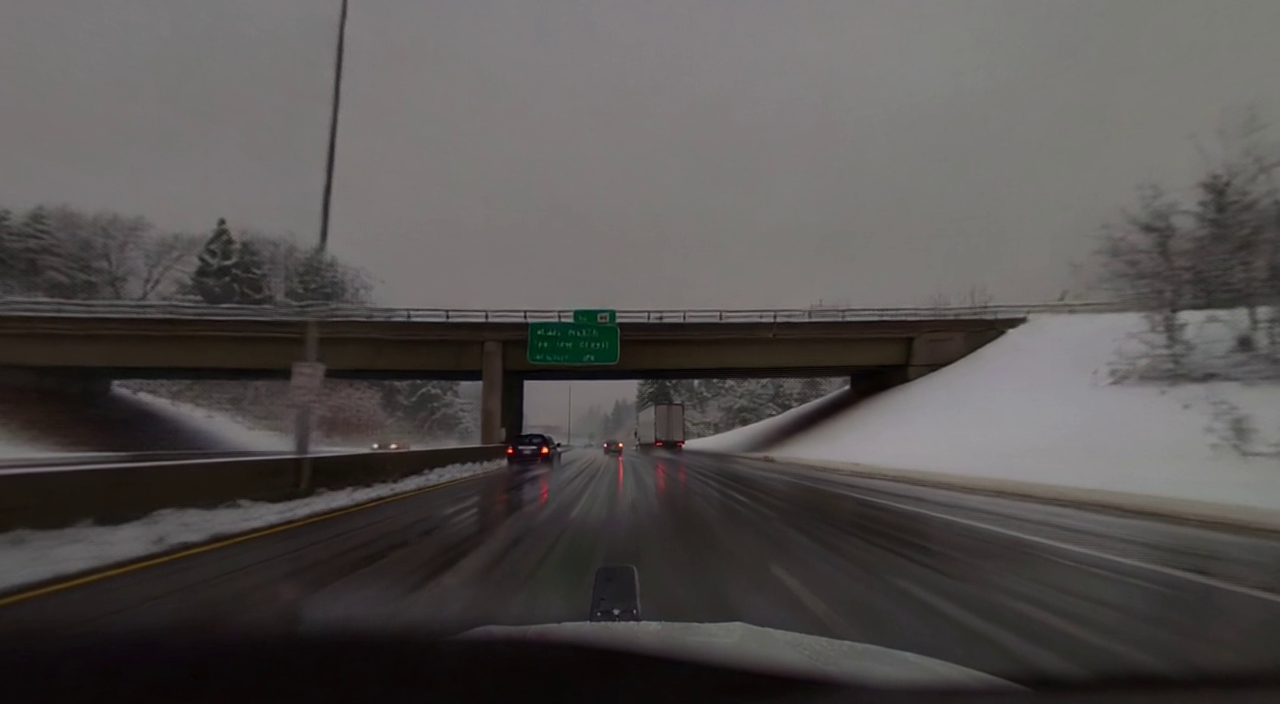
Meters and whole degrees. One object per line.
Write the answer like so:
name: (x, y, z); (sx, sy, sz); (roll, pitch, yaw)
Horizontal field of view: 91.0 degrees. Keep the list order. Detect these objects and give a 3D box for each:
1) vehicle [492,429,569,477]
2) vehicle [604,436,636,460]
vehicle: (-4.318, 4.098, 25.747); (2.377, 1.747, 4.703); (0, -8, -1)
vehicle: (-1.446, 6.762, 44.469); (2.125, 1.542, 3.816); (0, -8, -3)
